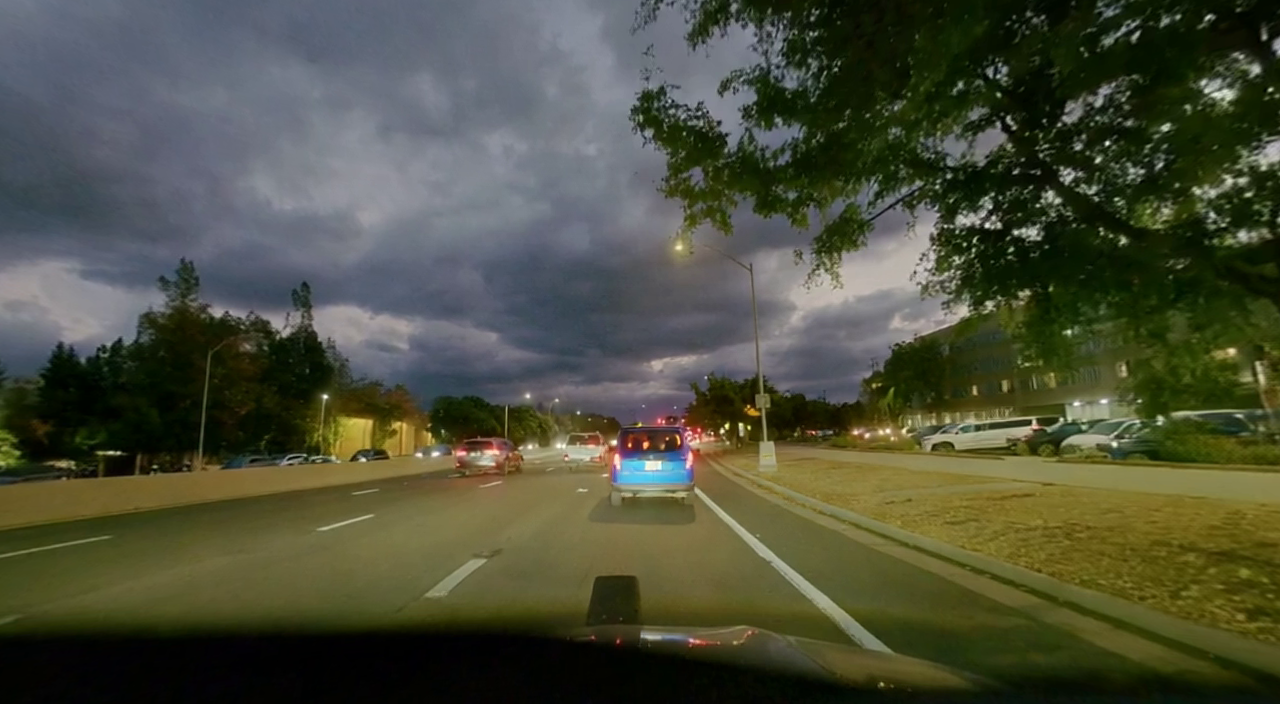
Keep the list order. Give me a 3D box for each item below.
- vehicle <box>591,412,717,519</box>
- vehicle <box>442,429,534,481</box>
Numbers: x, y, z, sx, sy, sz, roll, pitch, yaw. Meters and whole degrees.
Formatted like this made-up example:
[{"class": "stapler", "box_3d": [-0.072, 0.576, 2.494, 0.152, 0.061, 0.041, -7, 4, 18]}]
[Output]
[{"class": "vehicle", "box_3d": [0.322, 2.276, 13.079, 2.173, 1.830, 4.189, 0, -9, 2]}, {"class": "vehicle", "box_3d": [-6.048, 4.170, 25.801, 2.154, 1.902, 4.735, -1, -9, 6]}]
